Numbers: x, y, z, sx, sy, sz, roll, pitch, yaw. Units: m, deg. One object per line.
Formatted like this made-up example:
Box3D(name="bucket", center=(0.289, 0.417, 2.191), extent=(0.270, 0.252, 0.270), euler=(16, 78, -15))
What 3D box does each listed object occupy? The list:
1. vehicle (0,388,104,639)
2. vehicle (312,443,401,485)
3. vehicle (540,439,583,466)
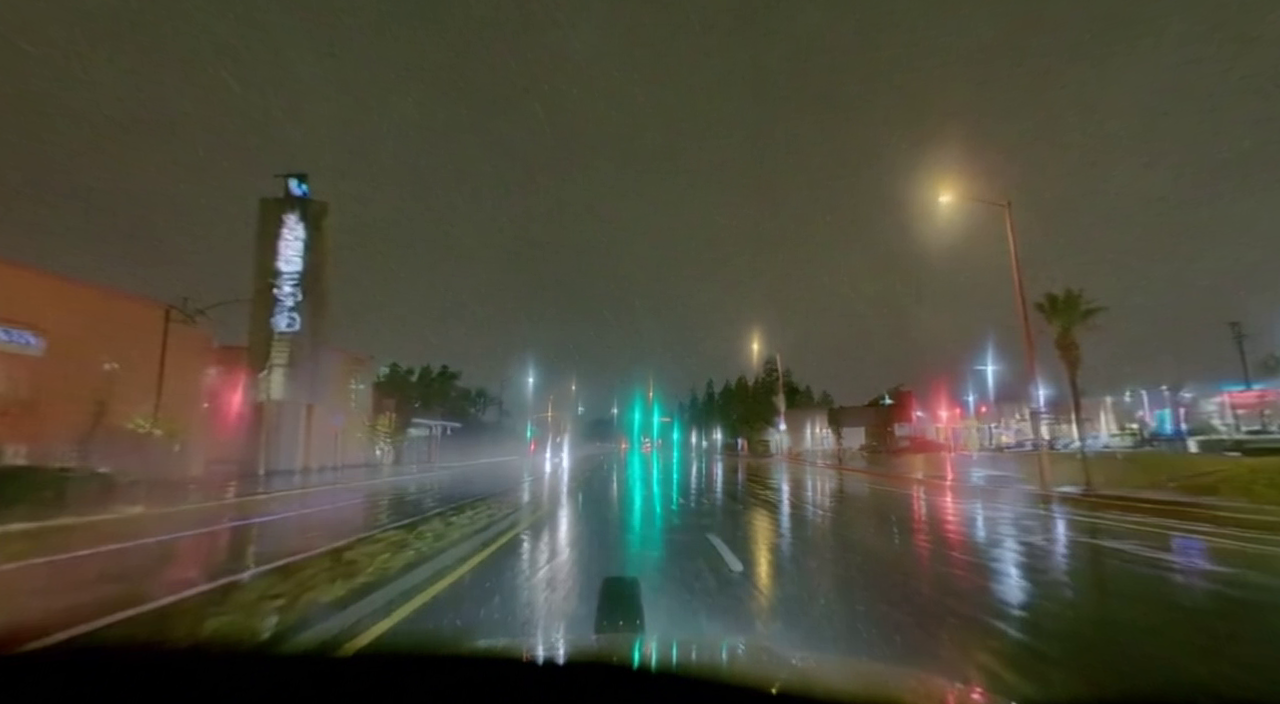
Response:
Box3D(name="vehicle", center=(-5.592, 0.920, 2.945), extent=(2.129, 1.748, 4.555), euler=(0, -8, 0))
Box3D(name="vehicle", center=(-12.850, 5.061, 28.925), extent=(1.971, 1.719, 4.285), euler=(0, -8, 1))
Box3D(name="vehicle", center=(-5.180, 6.705, 42.168), extent=(2.177, 1.684, 4.418), euler=(-1, -8, 2))
